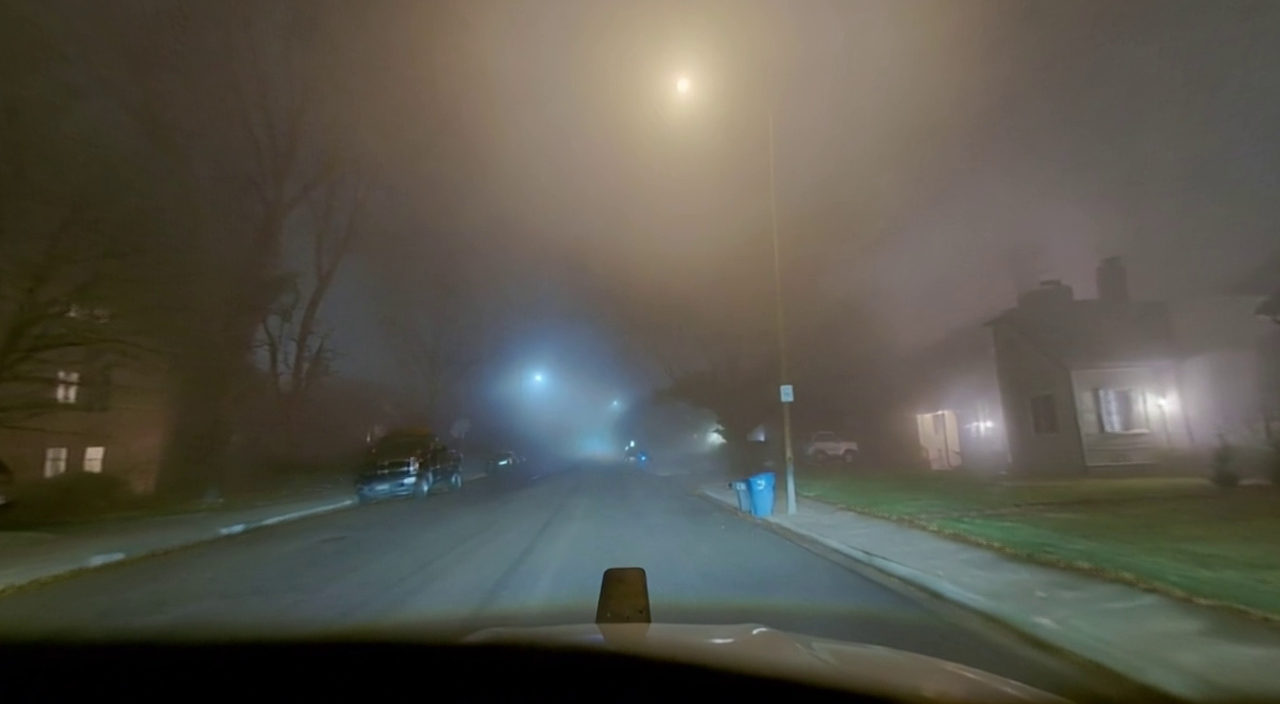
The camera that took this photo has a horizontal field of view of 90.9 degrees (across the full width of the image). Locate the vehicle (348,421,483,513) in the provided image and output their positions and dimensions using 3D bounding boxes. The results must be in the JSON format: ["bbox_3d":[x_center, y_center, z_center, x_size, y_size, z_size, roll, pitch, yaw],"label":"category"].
[{"bbox_3d":[-6.973,3.510,20.432,2.223,2.115,5.707,5,-4,-1],"label":"vehicle"}]

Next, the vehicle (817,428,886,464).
[{"bbox_3d":[11.449,5.098,34.527,1.936,1.687,4.714,-4,-7,-2],"label":"vehicle"}]

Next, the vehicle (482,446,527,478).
[{"bbox_3d":[-8.041,6.539,37.761,1.945,1.530,4.430,-4,-7,-4],"label":"vehicle"}]
